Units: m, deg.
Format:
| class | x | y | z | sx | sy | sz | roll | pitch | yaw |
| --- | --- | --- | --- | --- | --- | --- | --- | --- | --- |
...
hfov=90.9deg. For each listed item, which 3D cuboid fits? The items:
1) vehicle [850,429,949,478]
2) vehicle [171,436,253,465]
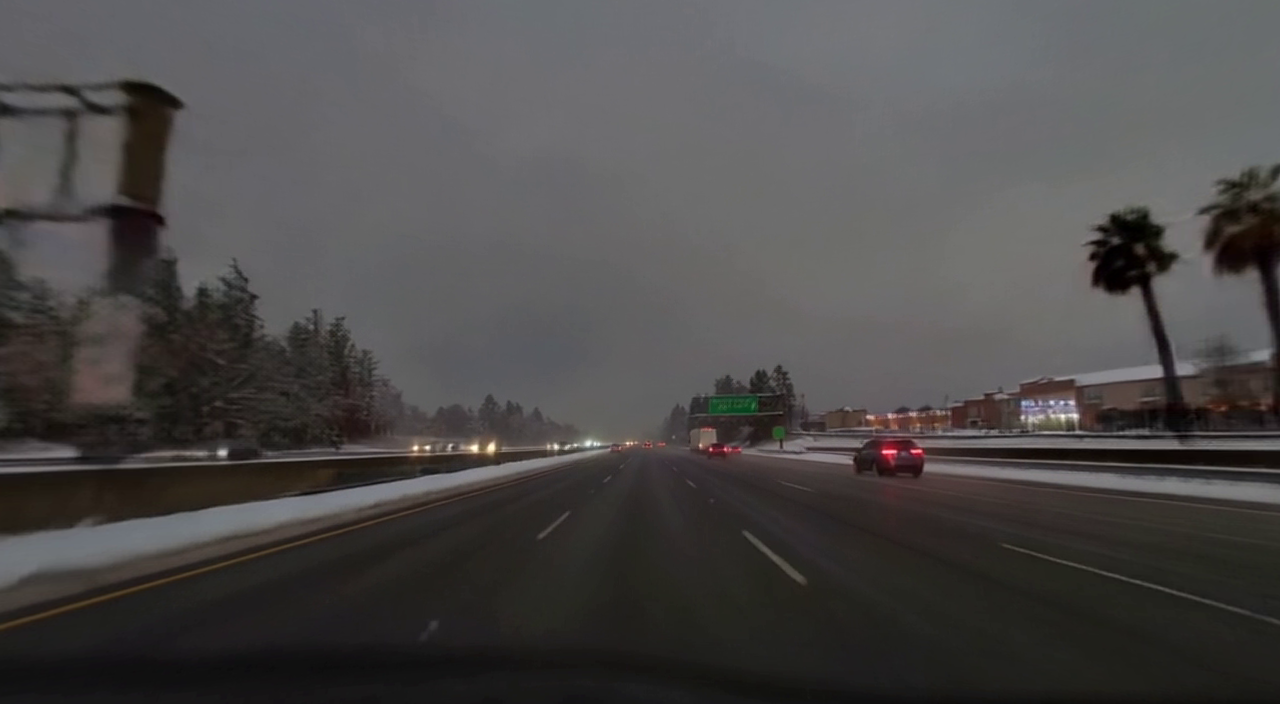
| class | x | y | z | sx | sy | sz | roll | pitch | yaw |
| --- | --- | --- | --- | --- | --- | --- | --- | --- | --- |
| vehicle | 10.887 | 4.301 | 26.921 | 2.168 | 1.861 | 4.678 | 0 | -8 | 0 |
| vehicle | -25.718 | 5.935 | 38.086 | 1.898 | 1.670 | 4.227 | 0 | -8 | 1 |
